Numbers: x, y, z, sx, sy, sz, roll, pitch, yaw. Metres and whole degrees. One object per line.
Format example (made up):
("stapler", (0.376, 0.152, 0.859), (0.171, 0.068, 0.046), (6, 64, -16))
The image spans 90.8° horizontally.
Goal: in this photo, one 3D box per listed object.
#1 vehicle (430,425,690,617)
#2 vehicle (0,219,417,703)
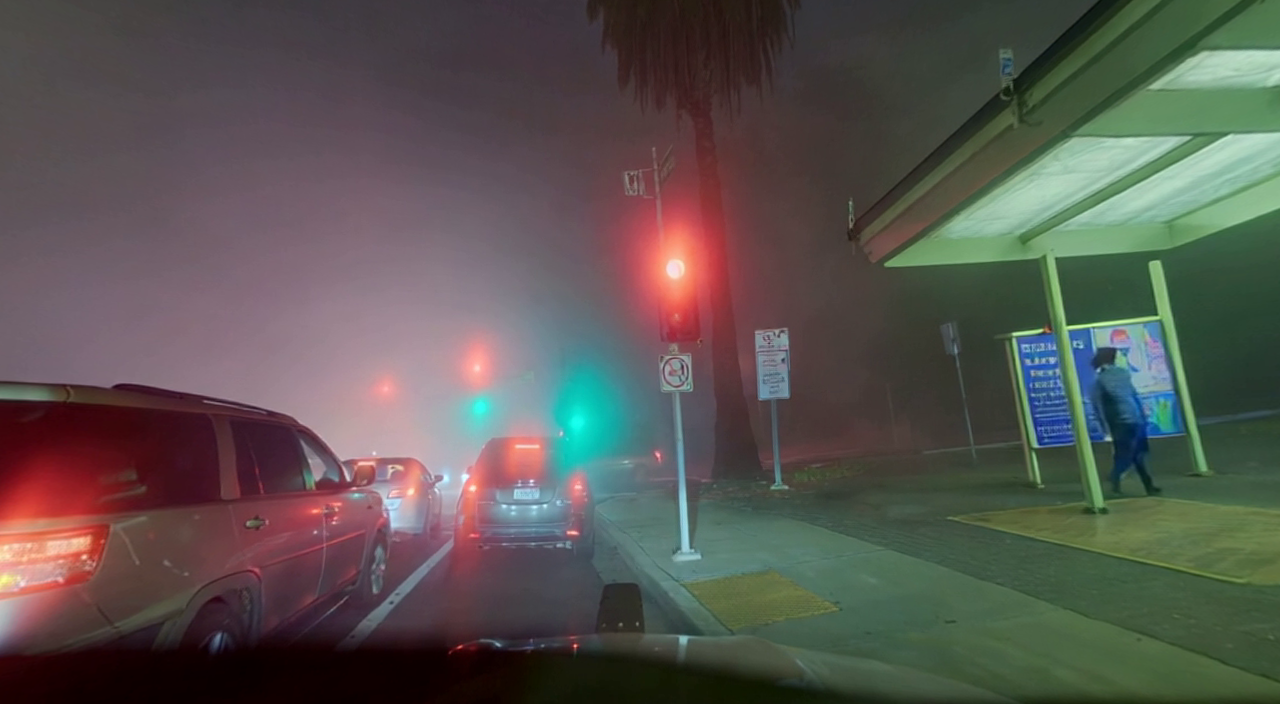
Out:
("vehicle", (-1.024, 1.652, 7.240), (2.065, 1.467, 4.289), (2, -9, -11))
("vehicle", (-2.765, 0.905, 3.221), (2.098, 1.851, 4.571), (1, -9, -7))
